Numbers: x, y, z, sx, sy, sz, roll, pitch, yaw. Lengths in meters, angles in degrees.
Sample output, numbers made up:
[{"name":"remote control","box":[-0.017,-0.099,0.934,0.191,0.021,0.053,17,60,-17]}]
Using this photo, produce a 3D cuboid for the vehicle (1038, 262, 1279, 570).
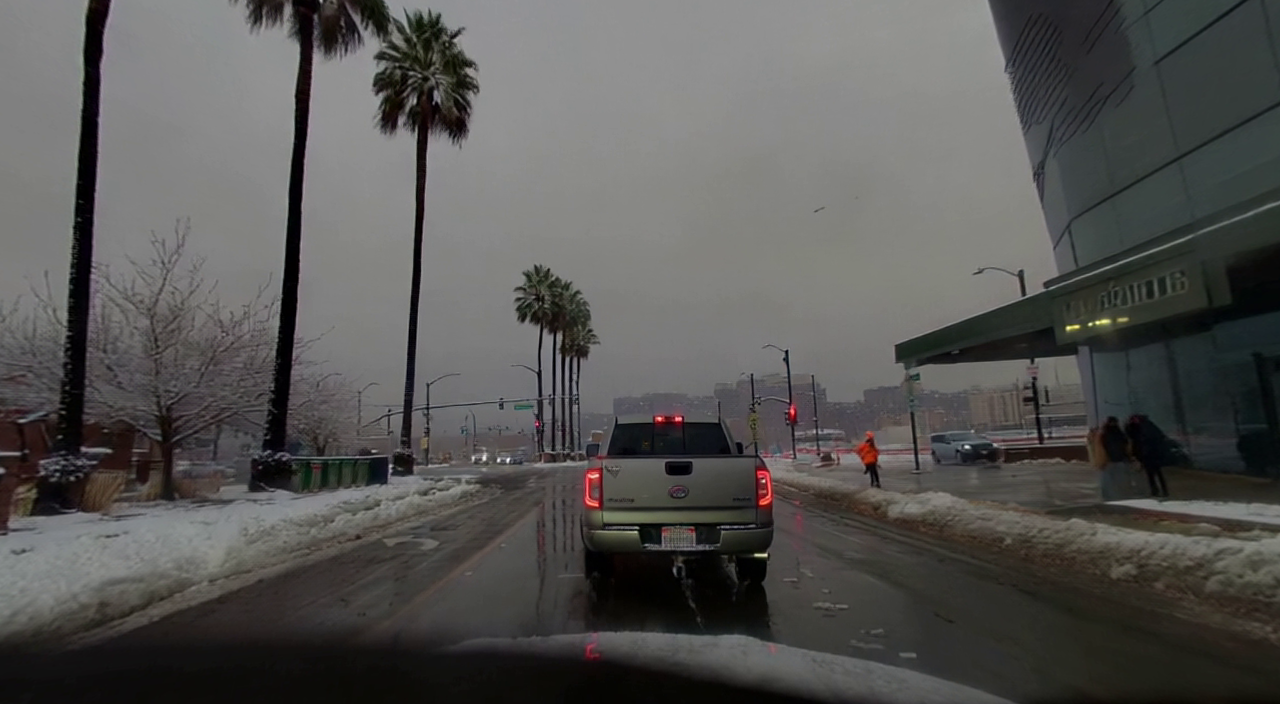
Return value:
[{"name":"vehicle","box":[7.894,0.893,8.600,2.666,3.345,3.622,-1,-9,7]}]

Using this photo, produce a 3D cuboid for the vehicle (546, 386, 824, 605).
[{"name":"vehicle","box":[0.407,1.589,7.992,2.311,1.819,5.255,0,-8,1]}]
